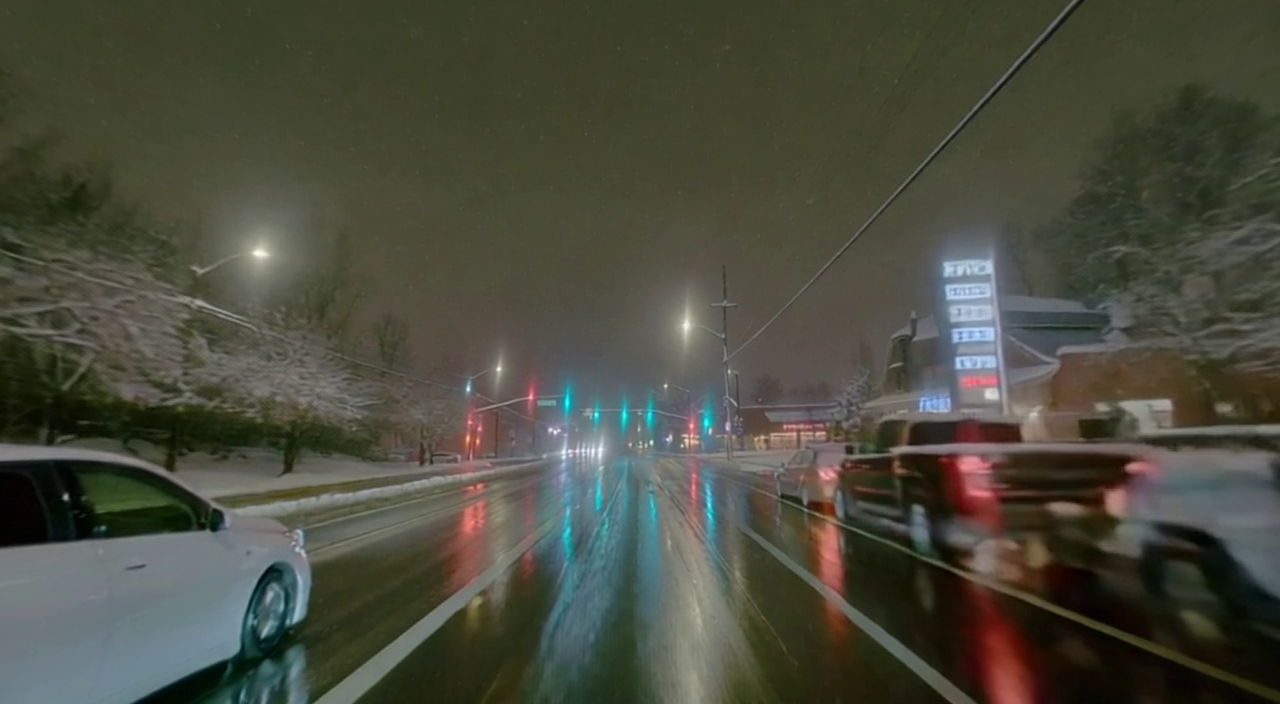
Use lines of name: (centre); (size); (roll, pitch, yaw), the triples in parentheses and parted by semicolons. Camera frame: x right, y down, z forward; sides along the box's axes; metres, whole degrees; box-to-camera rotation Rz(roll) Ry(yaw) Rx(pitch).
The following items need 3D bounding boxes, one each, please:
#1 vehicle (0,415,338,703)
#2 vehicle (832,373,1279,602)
vehicle: (-3.047, 0.932, 2.060); (1.874, 1.424, 4.553); (0, -9, 0)
vehicle: (4.487, 1.581, 8.313); (2.110, 1.992, 5.428); (0, -9, -1)
